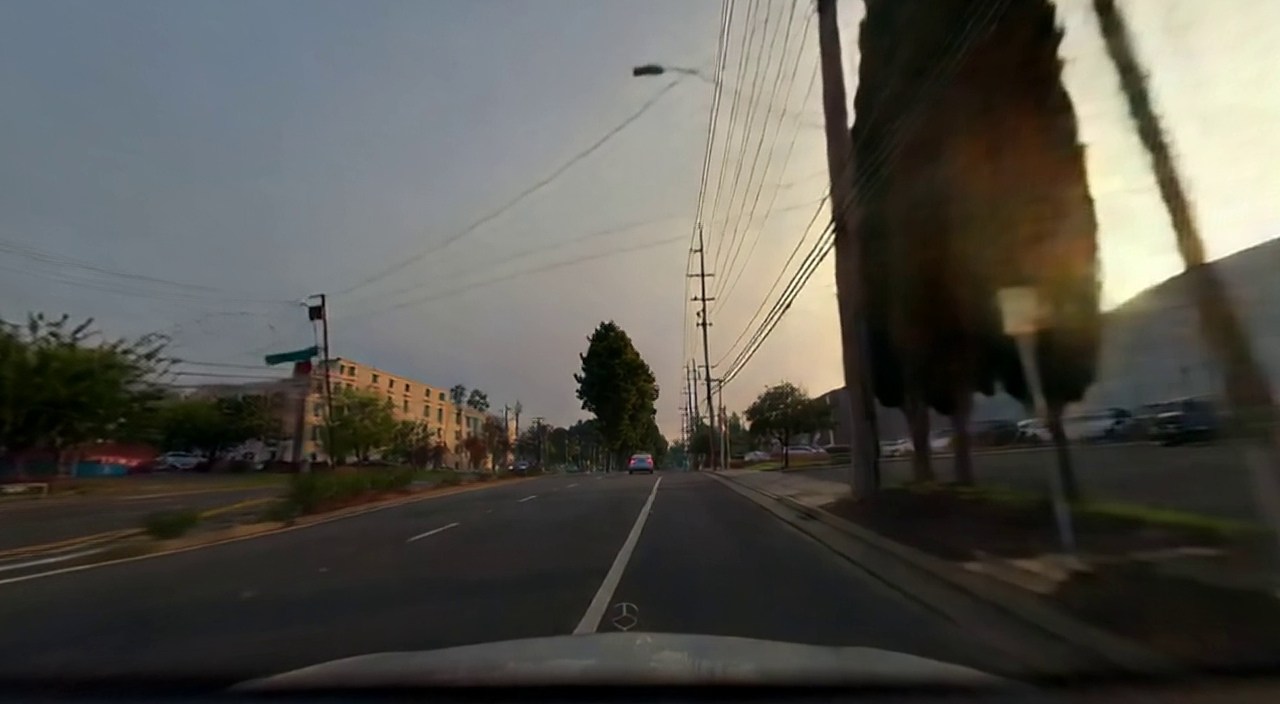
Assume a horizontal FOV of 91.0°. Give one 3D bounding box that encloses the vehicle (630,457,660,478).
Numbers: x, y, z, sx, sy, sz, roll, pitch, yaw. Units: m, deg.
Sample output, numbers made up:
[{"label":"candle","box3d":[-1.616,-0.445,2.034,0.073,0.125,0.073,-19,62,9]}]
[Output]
[{"label":"vehicle","box3d":[0.412,8.802,48.279,2.114,1.492,4.453,-1,-9,3]}]
